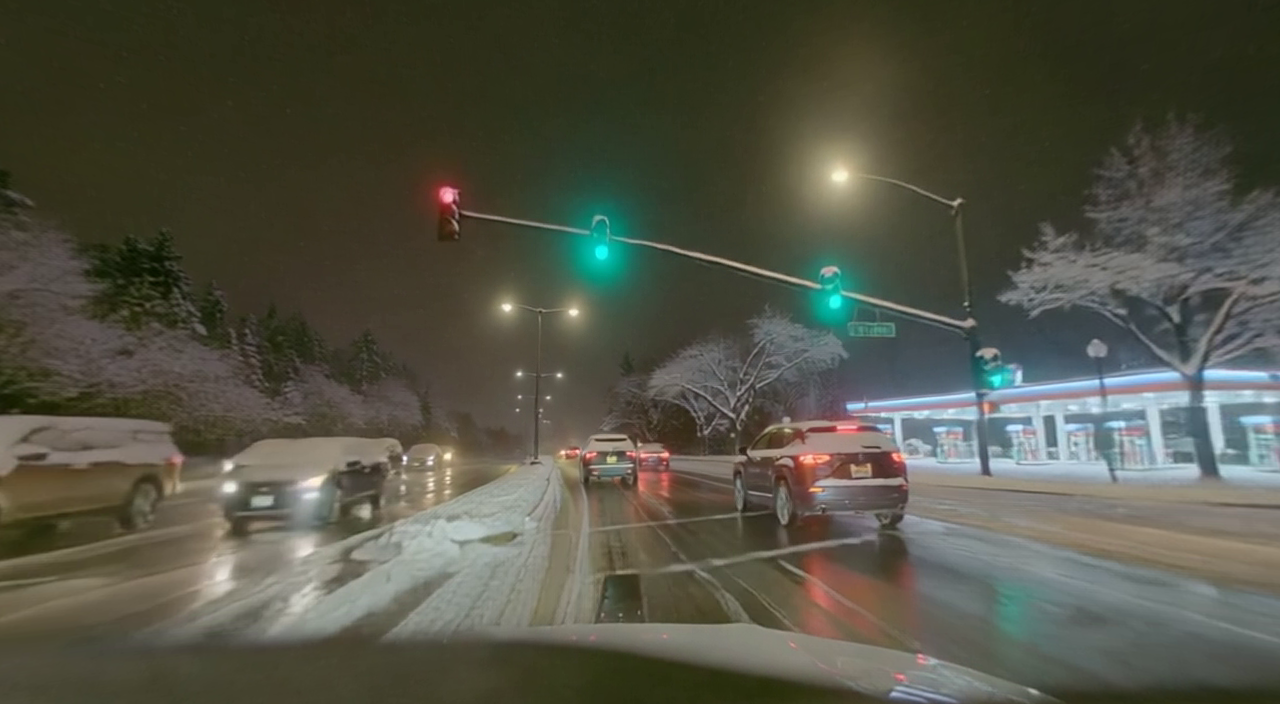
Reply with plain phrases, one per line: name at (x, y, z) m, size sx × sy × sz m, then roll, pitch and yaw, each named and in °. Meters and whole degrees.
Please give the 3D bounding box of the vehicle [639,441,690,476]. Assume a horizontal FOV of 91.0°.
vehicle at (1.114, 5.104, 30.479) m, size 1.800 × 1.592 × 3.658 m, roll 1°, pitch -8°, yaw -8°

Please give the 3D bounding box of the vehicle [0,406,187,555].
vehicle at (-8.743, 1.717, 8.736) m, size 1.992 × 1.755 × 4.283 m, roll 1°, pitch -8°, yaw -6°

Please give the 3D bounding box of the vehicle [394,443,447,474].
vehicle at (-11.002, 5.354, 31.796) m, size 1.665 × 1.442 × 3.720 m, roll 1°, pitch -8°, yaw -6°

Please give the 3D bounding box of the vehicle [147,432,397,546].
vehicle at (-5.775, 2.151, 10.676) m, size 1.987 × 1.505 × 4.337 m, roll 1°, pitch -8°, yaw -6°

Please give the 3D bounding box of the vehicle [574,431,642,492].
vehicle at (-1.159, 3.578, 20.993) m, size 2.051 × 1.798 × 4.168 m, roll 1°, pitch -8°, yaw -6°

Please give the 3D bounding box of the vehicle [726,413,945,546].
vehicle at (2.910, 2.003, 10.546) m, size 2.000 × 1.745 × 4.206 m, roll 1°, pitch -8°, yaw -5°

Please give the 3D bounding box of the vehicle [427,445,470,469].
vehicle at (-12.351, 6.742, 40.849) m, size 1.872 × 1.439 × 4.507 m, roll 1°, pitch -8°, yaw -7°
